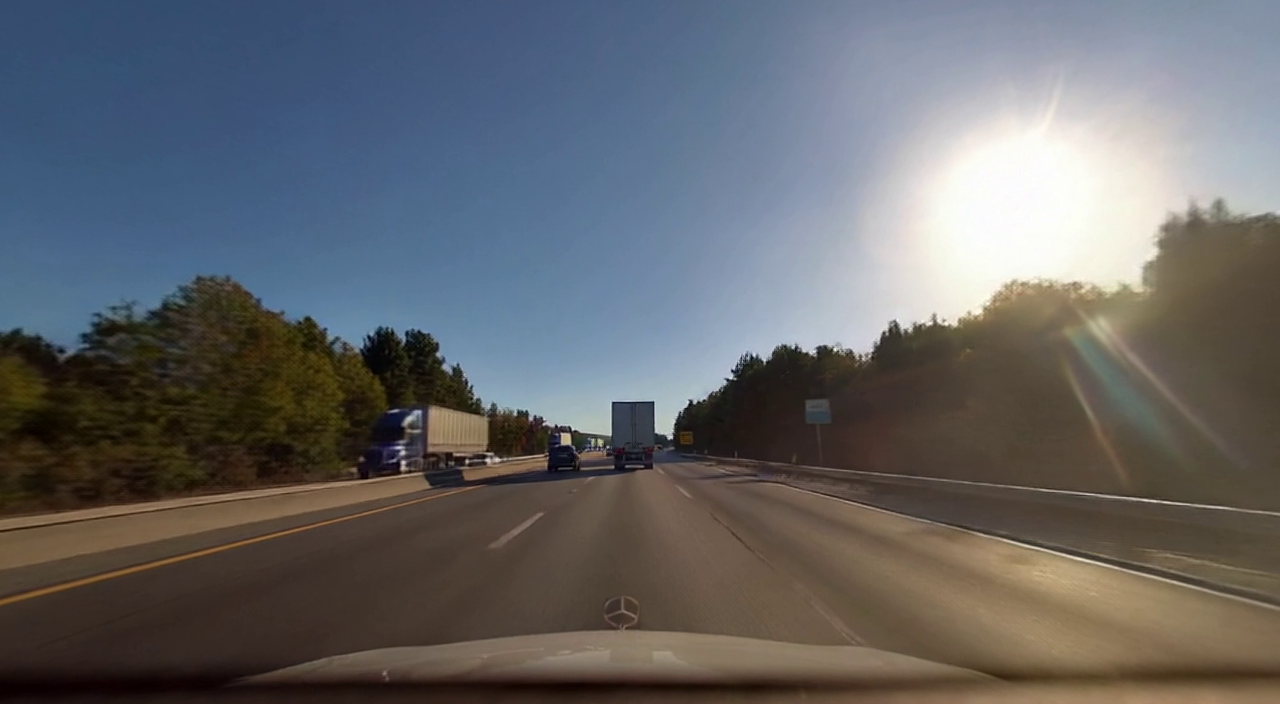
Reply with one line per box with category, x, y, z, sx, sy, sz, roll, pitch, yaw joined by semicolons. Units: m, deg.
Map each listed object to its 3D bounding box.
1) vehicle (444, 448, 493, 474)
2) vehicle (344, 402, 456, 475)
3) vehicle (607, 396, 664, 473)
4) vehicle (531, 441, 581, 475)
vehicle;-10.532;6.723;38.777;1.880;1.491;3.942;0;-9;1
vehicle;-15.130;5.727;40.781;3.032;4.087;10.407;0;-9;1
vehicle;-0.301;5.282;39.300;3.100;4.091;10.664;0;-9;-1
vehicle;-4.389;5.608;33.297;2.112;1.645;4.129;0;-9;0
